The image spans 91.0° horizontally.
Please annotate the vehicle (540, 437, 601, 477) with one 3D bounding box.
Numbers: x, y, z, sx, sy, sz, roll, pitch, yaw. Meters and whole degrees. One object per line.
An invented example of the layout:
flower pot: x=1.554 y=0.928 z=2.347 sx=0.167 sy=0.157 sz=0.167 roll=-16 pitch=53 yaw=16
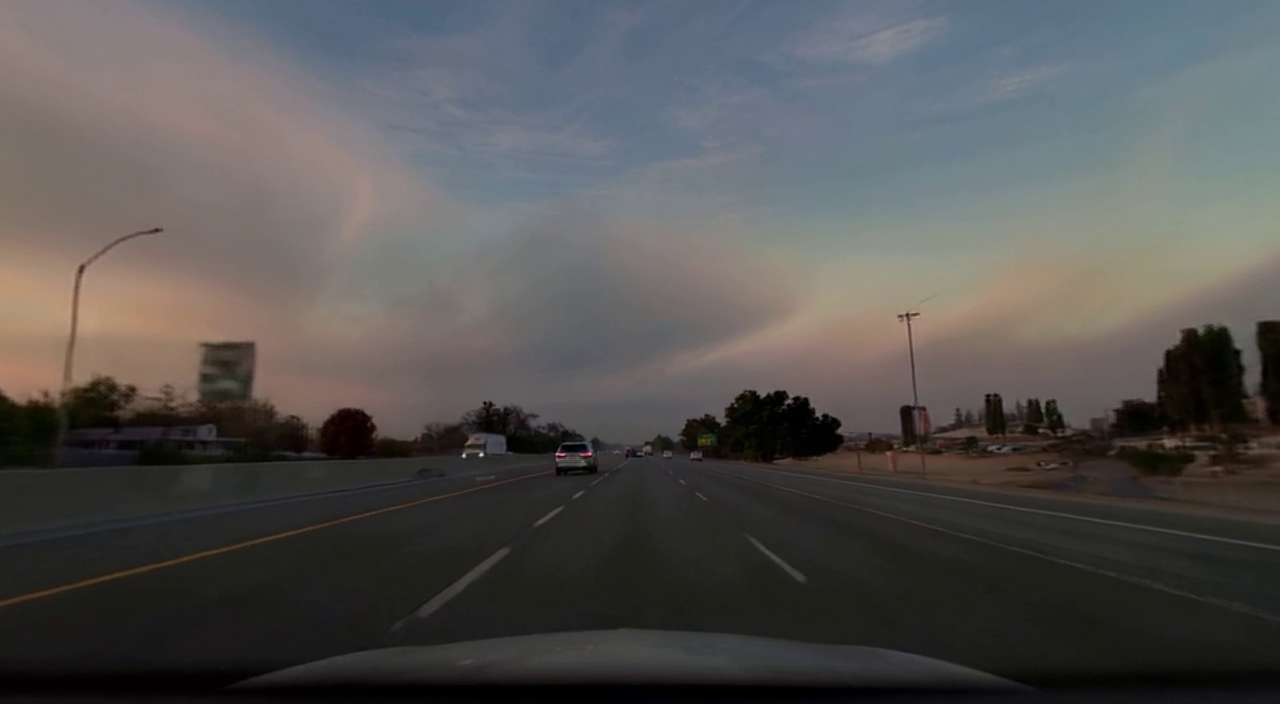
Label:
vehicle: x=-3.589 y=5.613 z=33.780 sx=2.431 sy=1.928 sz=5.760 roll=0 pitch=-9 yaw=2
